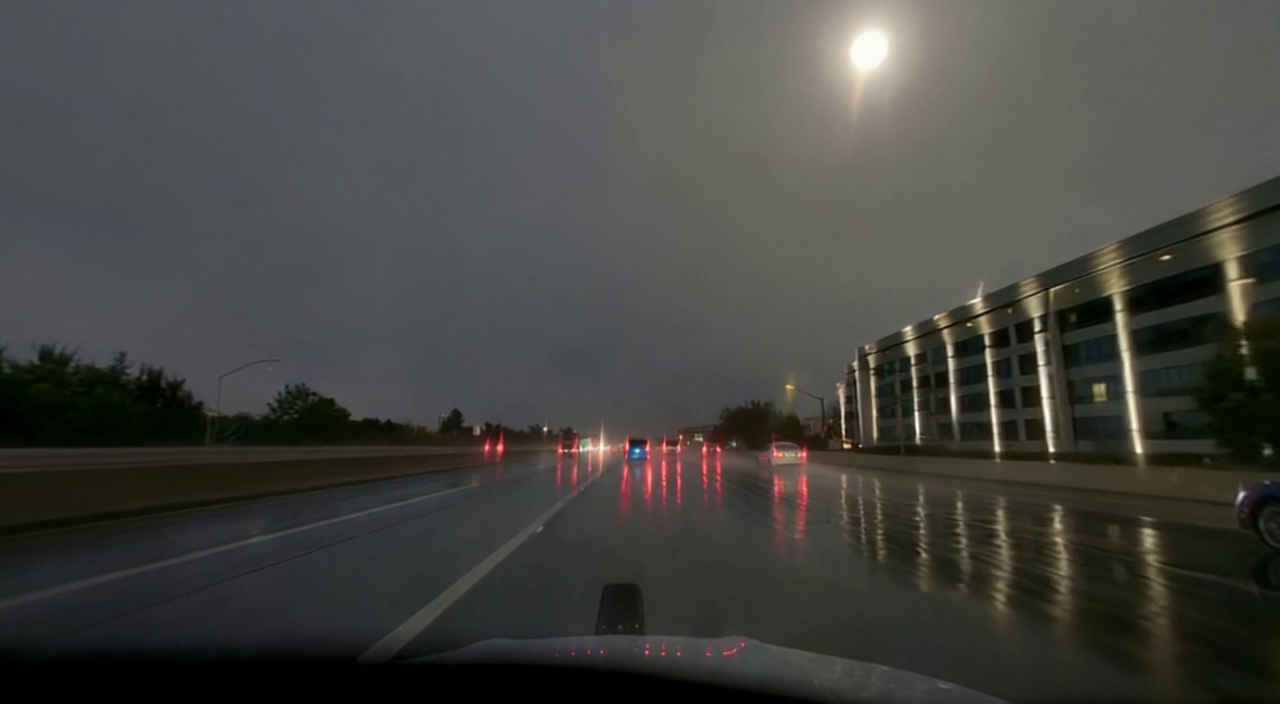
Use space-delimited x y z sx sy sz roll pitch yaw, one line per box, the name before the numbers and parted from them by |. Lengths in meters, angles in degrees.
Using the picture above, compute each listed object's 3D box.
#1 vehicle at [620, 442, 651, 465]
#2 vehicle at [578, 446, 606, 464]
vehicle | -0.285 6.907 43.001 2.036 1.542 3.891 0 -8 0
vehicle | -3.710 8.048 49.380 1.825 1.347 3.773 0 -8 1
